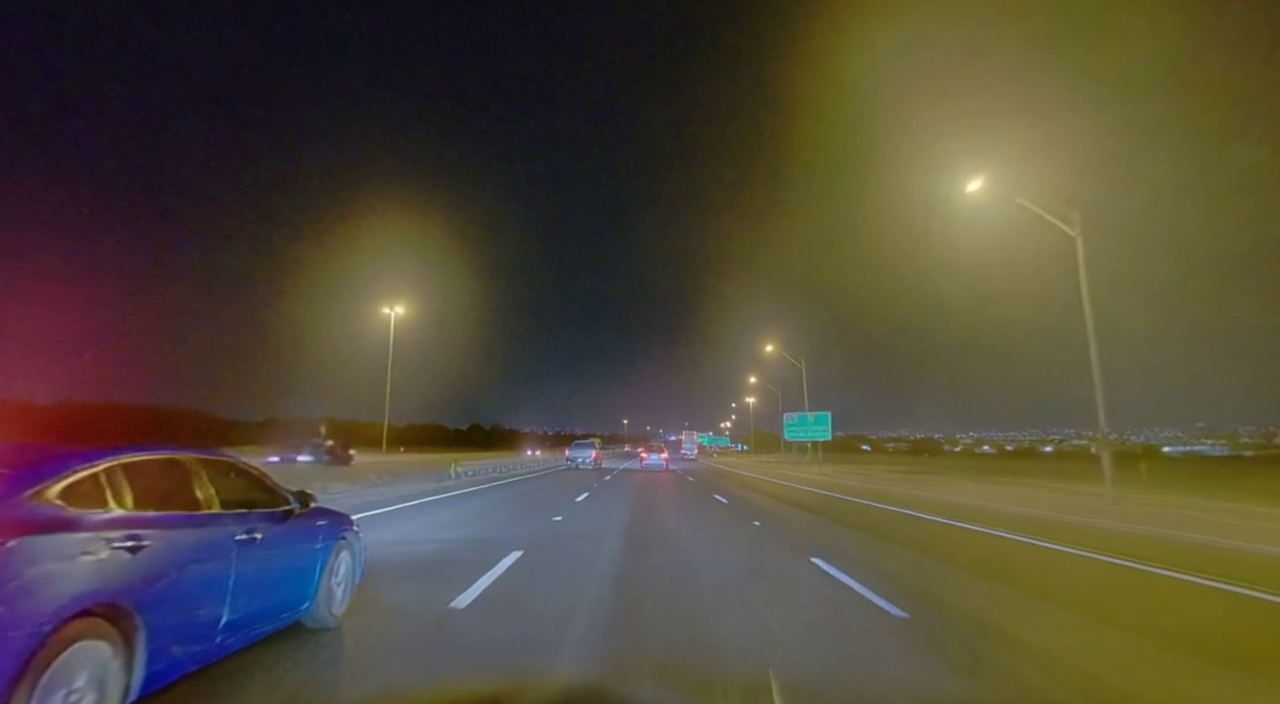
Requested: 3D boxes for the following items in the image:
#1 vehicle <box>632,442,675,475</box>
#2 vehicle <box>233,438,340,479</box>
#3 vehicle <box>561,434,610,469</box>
[{"bbox_3d":[0.704,5.518,32.794,2.086,1.548,4.325,0,-9,1],"label":"vehicle"},{"bbox_3d":[-17.208,5.218,31.052,2.111,1.802,5.196,0,-9,2],"label":"vehicle"},{"bbox_3d":[-3.082,5.751,36.541,2.264,1.901,4.647,0,-9,2],"label":"vehicle"}]
